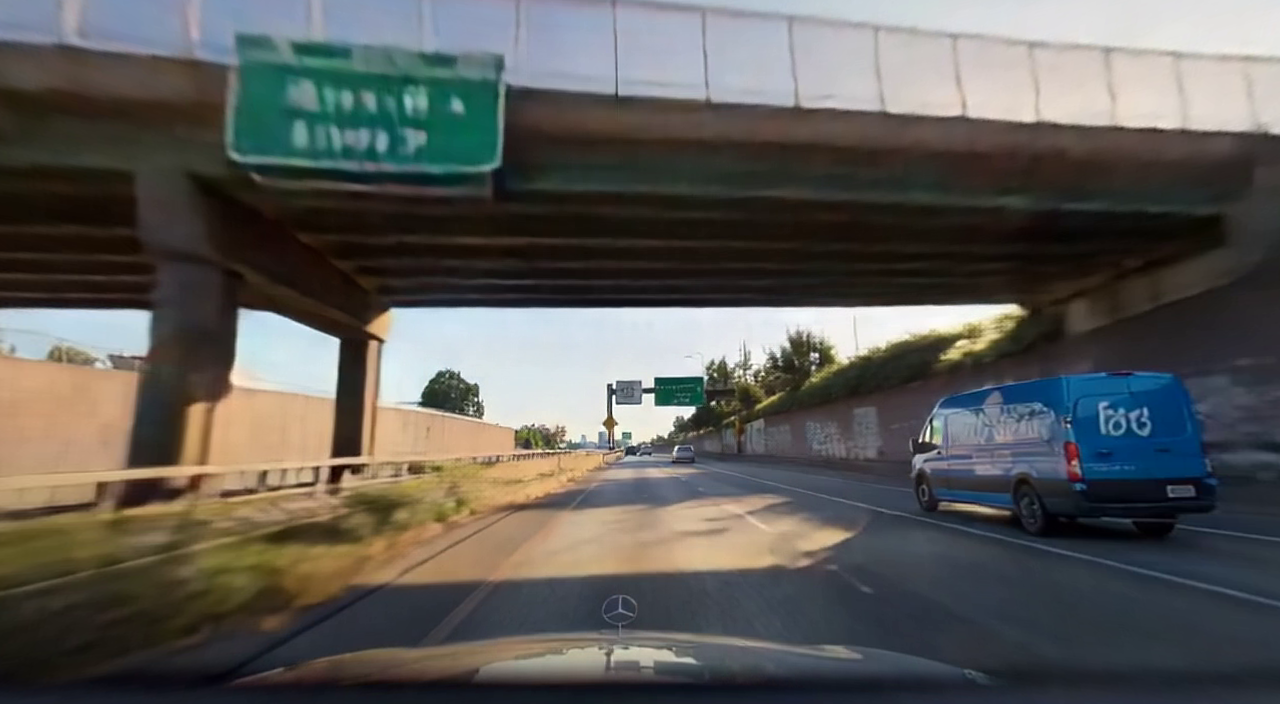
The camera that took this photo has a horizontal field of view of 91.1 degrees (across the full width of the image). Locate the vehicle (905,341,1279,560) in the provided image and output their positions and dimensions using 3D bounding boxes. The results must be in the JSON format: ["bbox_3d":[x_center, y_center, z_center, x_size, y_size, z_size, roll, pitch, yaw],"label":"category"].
[{"bbox_3d":[6.933,1.605,10.538,2.283,2.631,5.719,0,-9,-2],"label":"vehicle"}]

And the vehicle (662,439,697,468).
[{"bbox_3d":[2.811,7.402,45.814,2.007,1.943,5.010,0,-9,-3],"label":"vehicle"}]
